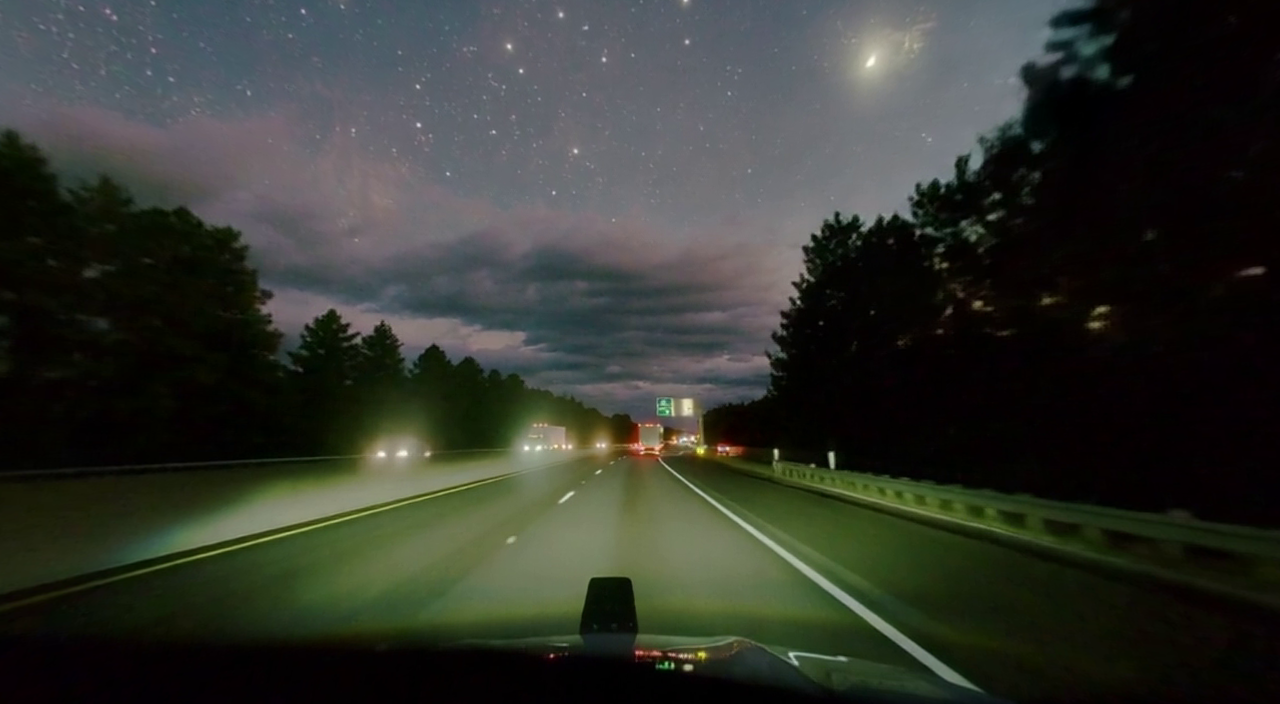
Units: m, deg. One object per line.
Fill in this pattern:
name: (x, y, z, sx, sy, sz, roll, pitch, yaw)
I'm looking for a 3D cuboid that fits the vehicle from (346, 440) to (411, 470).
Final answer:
vehicle: (-14.721, 5.784, 35.660, 1.947, 1.587, 4.035, -1, -8, 0)
